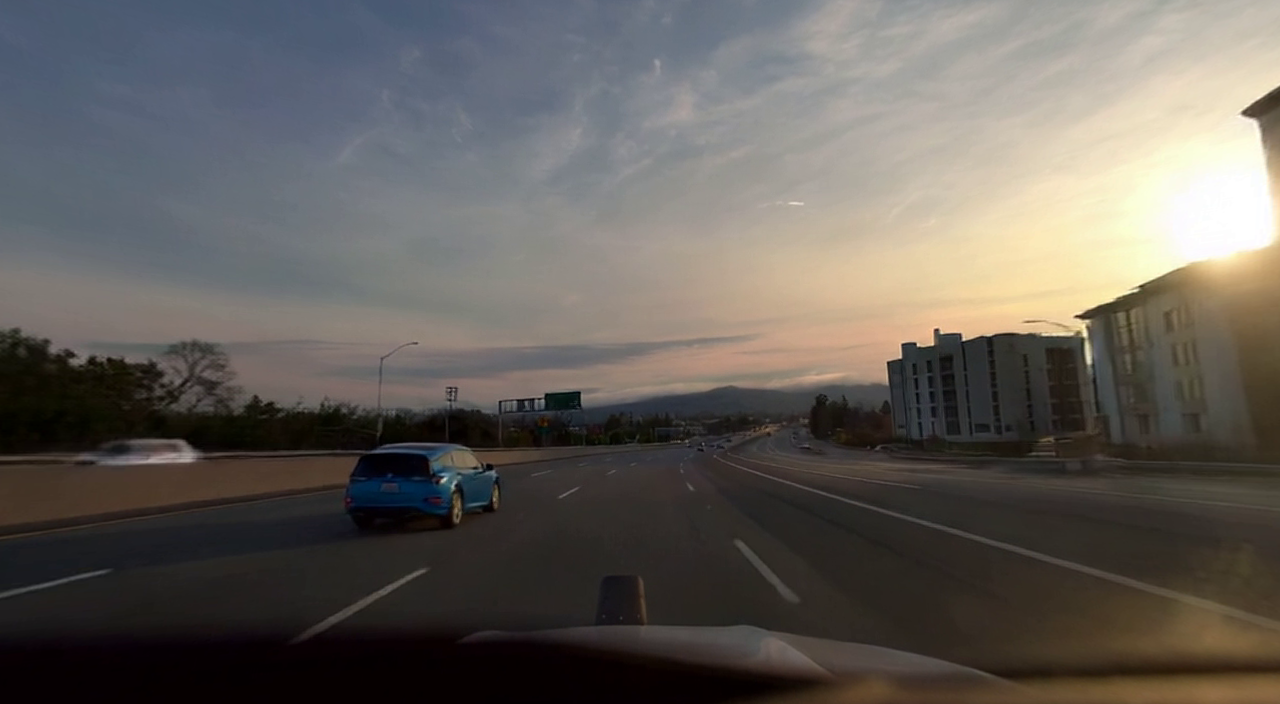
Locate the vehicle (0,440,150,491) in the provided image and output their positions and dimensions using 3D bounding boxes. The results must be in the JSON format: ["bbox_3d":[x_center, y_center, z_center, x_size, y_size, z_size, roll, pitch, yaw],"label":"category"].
[{"bbox_3d":[-19.582,3.795,21.482,1.929,1.514,4.713,-1,-8,2],"label":"vehicle"}]

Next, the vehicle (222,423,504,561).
[{"bbox_3d":[-3.727,1.978,9.722,2.087,1.566,4.756,0,-8,1],"label":"vehicle"}]
